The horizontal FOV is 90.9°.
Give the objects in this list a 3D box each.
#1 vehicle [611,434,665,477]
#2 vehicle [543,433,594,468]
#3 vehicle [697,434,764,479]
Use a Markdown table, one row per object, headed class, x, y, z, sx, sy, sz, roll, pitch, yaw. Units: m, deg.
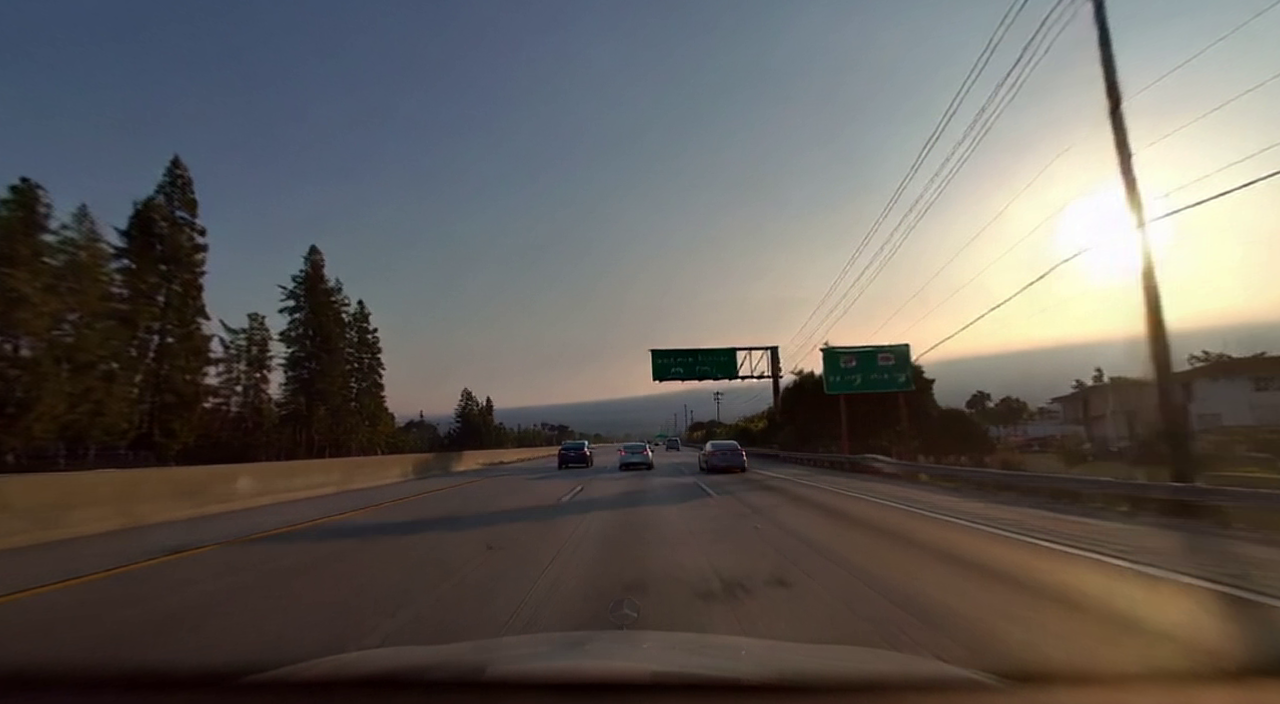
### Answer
| class | x | y | z | sx | sy | sz | roll | pitch | yaw |
| --- | --- | --- | --- | --- | --- | --- | --- | --- | --- |
| vehicle | -0.059 | 4.230 | 26.120 | 2.049 | 1.620 | 4.153 | 0 | -8 | 1 |
| vehicle | -3.857 | 5.430 | 34.904 | 2.217 | 1.773 | 4.553 | 0 | -8 | 1 |
| vehicle | 3.448 | 4.047 | 24.694 | 1.996 | 1.579 | 3.841 | 0 | -8 | -1 |
